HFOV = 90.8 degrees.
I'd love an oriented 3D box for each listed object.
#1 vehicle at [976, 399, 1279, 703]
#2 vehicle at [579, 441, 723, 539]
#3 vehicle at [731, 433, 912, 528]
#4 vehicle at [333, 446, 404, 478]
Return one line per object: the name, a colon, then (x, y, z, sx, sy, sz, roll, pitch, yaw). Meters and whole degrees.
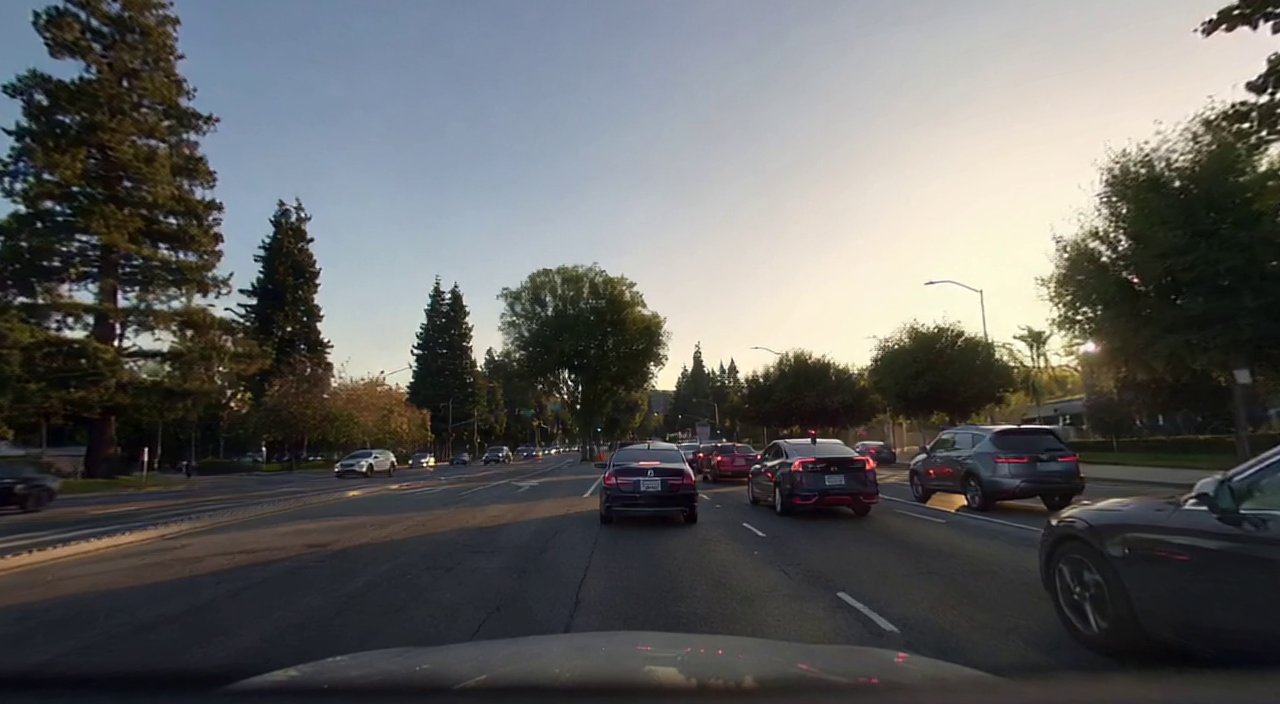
vehicle: (3.482, 0.904, 2.317, 1.959, 1.472, 4.571, 0, -9, 0)
vehicle: (0.088, 2.225, 10.850, 1.990, 1.347, 4.067, 0, -9, -2)
vehicle: (3.183, 2.376, 12.362, 1.970, 1.445, 4.974, 0, -9, -1)
vehicle: (-15.711, 6.355, 36.838, 2.080, 1.738, 4.686, 0, -9, 0)
